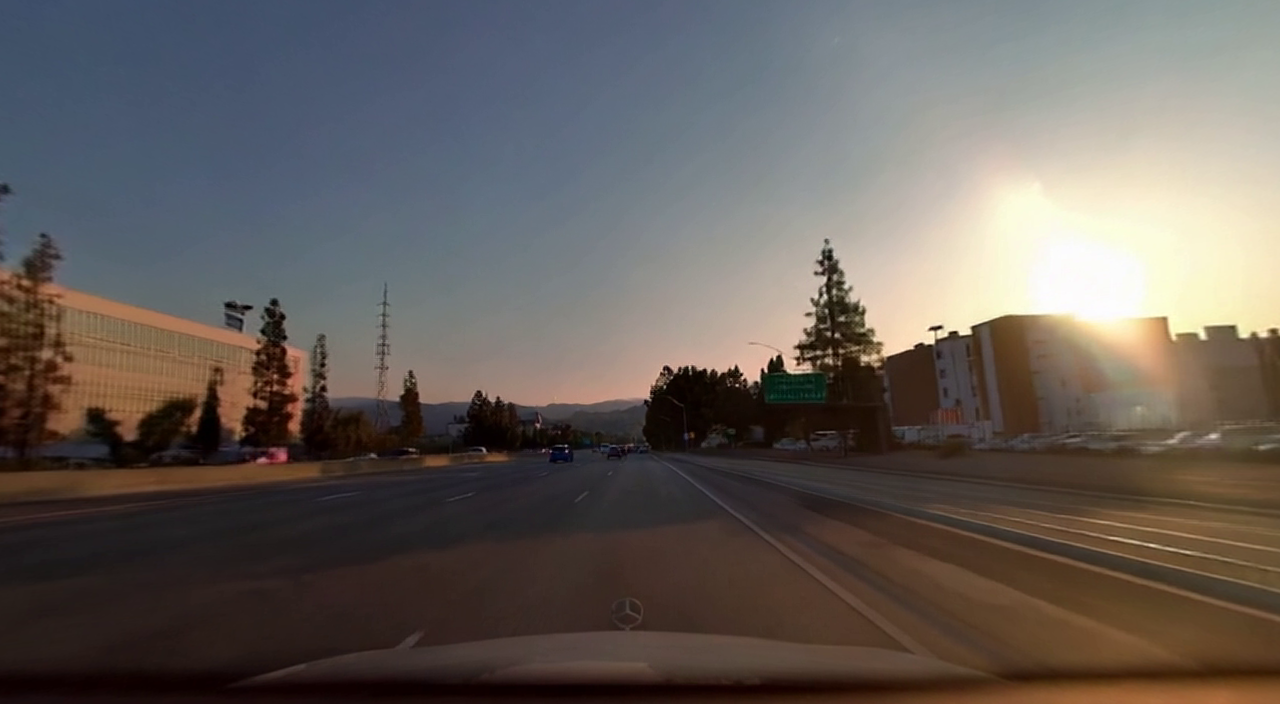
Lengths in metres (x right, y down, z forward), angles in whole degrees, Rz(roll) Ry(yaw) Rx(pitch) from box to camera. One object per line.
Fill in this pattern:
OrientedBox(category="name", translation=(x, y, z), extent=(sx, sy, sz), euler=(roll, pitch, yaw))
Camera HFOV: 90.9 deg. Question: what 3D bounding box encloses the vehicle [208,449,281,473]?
OrientedBox(category="vehicle", translation=(-27.847, 7.703, 44.656), extent=(1.954, 1.547, 4.875), euler=(0, -8, 1))
